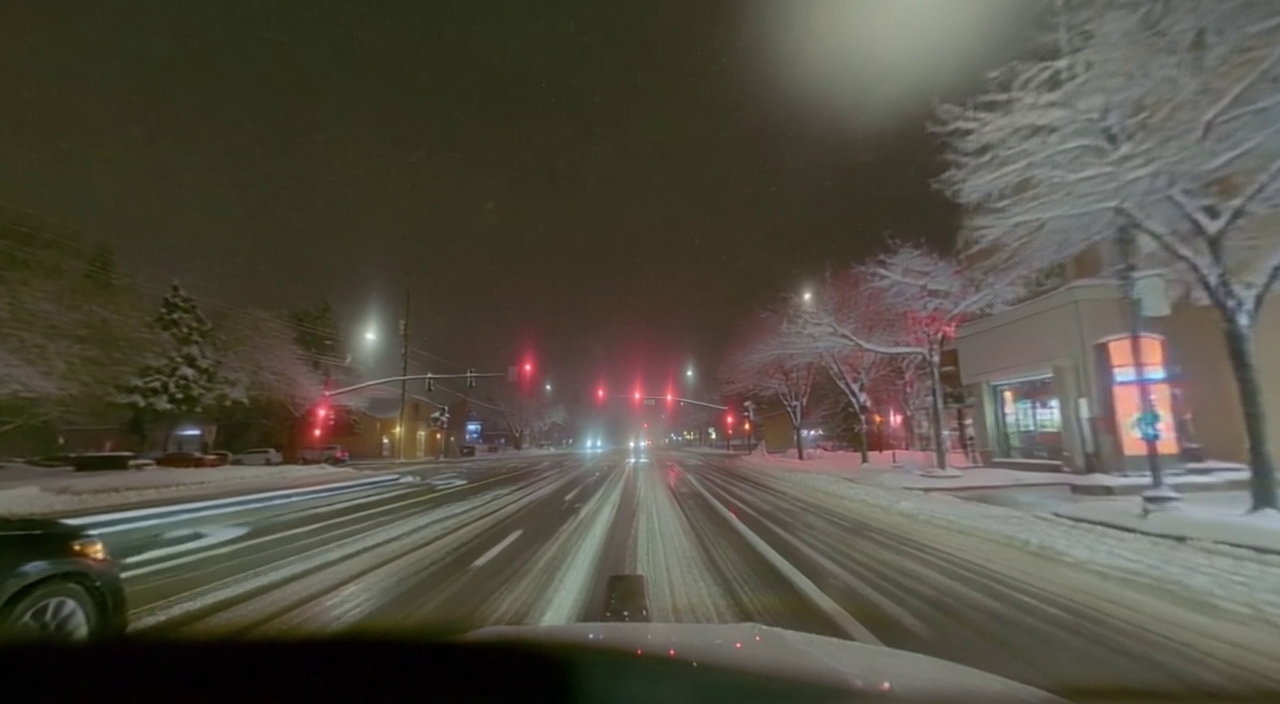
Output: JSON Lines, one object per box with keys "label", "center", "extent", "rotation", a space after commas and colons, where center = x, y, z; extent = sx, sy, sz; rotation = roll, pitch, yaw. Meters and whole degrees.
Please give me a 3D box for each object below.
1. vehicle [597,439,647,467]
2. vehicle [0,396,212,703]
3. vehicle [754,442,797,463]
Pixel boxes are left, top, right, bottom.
{"label": "vehicle", "center": [-0.945, 5.737, 35.959], "extent": [2.082, 1.460, 4.442], "rotation": [-2, -8, 9]}
{"label": "vehicle", "center": [-3.483, 0.761, 1.365], "extent": [2.018, 1.470, 4.346], "rotation": [0, -8, 0]}
{"label": "vehicle", "center": [10.426, 7.682, 48.361], "extent": [1.810, 1.463, 4.245], "rotation": [-6, -10, 32]}
